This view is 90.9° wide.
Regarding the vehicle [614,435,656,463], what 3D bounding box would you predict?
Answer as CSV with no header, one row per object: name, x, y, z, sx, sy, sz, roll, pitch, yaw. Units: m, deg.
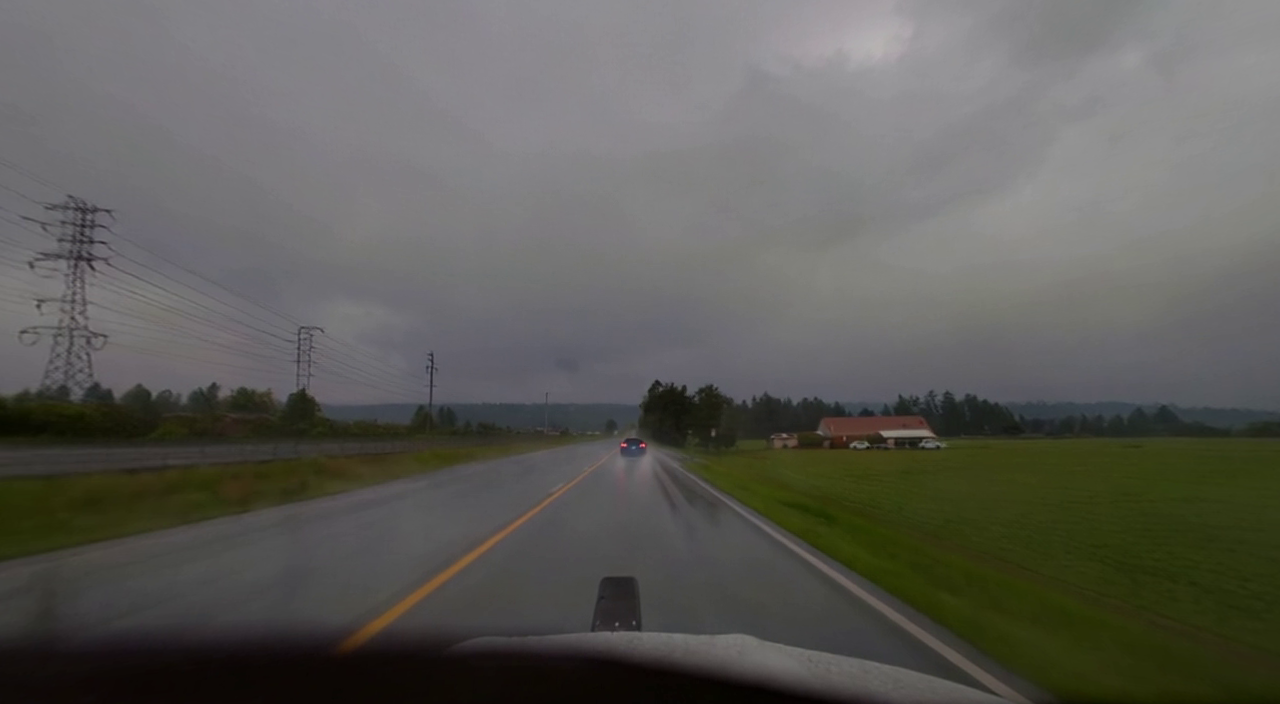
vehicle,-0.274,5.392,35.286,2.241,1.471,3.829,0,-8,-1
